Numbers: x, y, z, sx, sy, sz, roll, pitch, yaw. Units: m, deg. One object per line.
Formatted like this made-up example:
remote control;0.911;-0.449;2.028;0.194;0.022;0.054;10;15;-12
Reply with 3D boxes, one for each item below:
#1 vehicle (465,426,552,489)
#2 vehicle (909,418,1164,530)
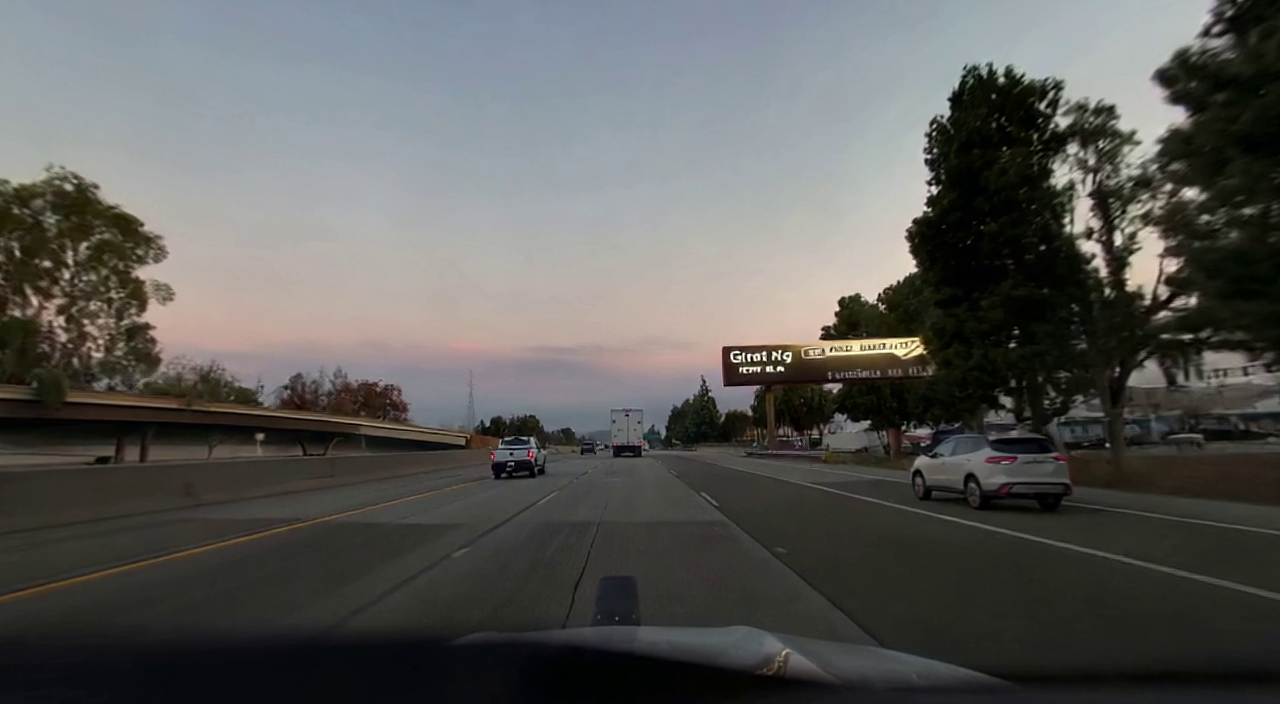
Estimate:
vehicle;-4.415;3.622;22.042;2.095;1.930;4.680;0;-8;-1
vehicle;6.949;2.175;11.768;1.928;1.686;4.182;0;-8;-1
